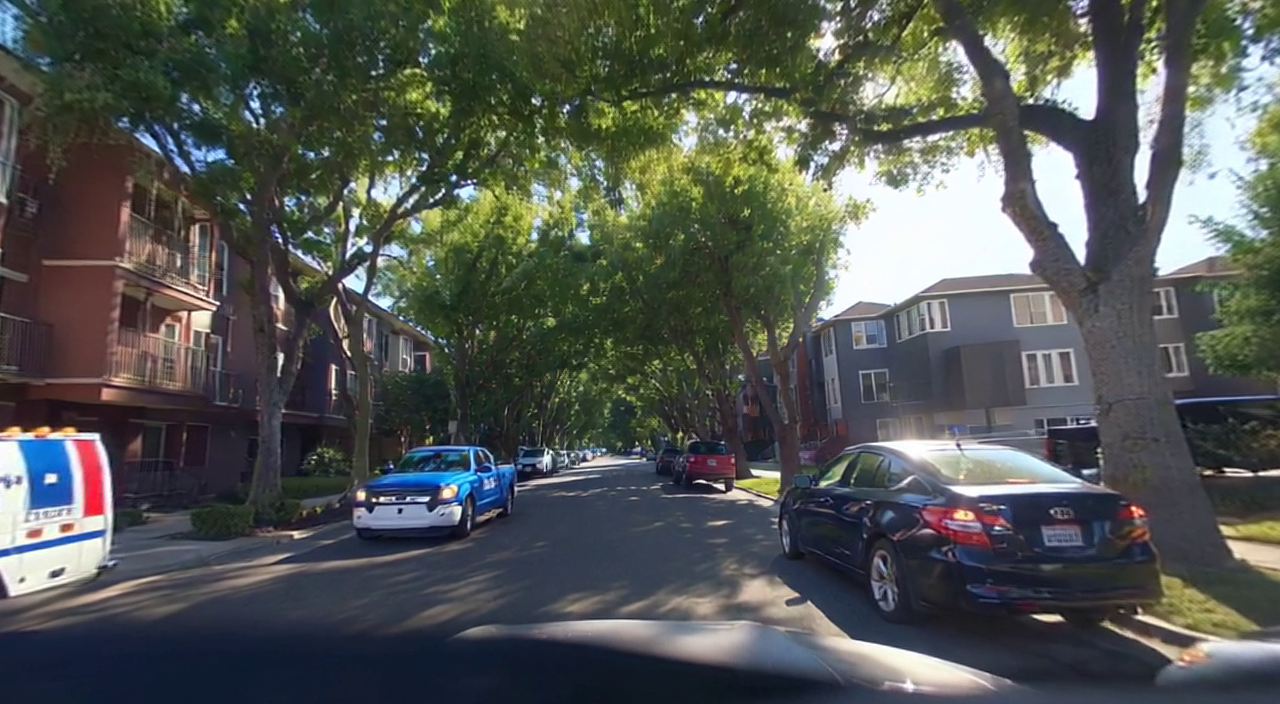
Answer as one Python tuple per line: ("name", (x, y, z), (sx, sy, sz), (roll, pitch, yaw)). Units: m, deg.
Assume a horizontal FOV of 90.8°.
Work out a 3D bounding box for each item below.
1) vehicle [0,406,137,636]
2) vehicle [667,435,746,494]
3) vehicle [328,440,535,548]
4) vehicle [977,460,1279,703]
("vehicle", (-6.420, 1.232, 3.605), (2.308, 1.877, 6.060), (-4, -8, -2))
("vehicle", (2.012, 3.538, 20.222), (1.878, 1.664, 4.033), (1, -8, -3))
("vehicle", (-3.344, 2.348, 11.243), (1.966, 1.515, 4.394), (-1, -8, 3))
("vehicle", (2.506, 0.859, 0.792), (1.720, 1.333, 4.233), (0, -8, -2))
